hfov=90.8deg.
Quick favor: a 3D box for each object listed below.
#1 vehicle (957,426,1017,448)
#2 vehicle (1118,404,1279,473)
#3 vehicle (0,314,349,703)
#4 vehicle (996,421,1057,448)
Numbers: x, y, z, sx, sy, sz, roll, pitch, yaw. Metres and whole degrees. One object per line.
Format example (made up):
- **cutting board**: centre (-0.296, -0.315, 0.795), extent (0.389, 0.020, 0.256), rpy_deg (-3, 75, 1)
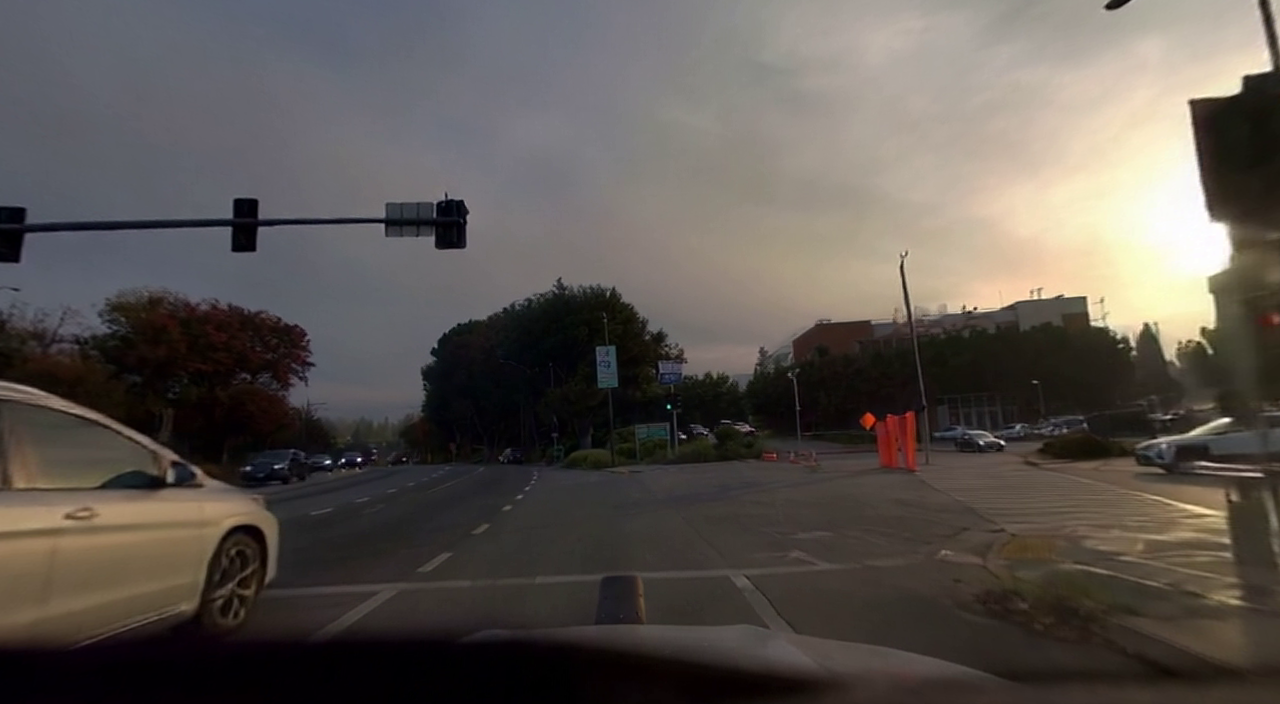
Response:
- **vehicle**: centre (25.813, 6.329, 46.984), extent (3.966, 1.585, 1.921), rpy_deg (4, -10, -26)
- **vehicle**: centre (16.968, 2.481, 17.957), extent (4.857, 1.803, 2.147), rpy_deg (-4, -10, 24)
- **vehicle**: centre (-3.574, 0.813, 2.806), extent (2.134, 1.799, 5.082), rpy_deg (0, -9, 0)
- **vehicle**: centre (30.161, 6.440, 49.284), extent (4.075, 1.687, 1.978), rpy_deg (-1, -9, -28)
